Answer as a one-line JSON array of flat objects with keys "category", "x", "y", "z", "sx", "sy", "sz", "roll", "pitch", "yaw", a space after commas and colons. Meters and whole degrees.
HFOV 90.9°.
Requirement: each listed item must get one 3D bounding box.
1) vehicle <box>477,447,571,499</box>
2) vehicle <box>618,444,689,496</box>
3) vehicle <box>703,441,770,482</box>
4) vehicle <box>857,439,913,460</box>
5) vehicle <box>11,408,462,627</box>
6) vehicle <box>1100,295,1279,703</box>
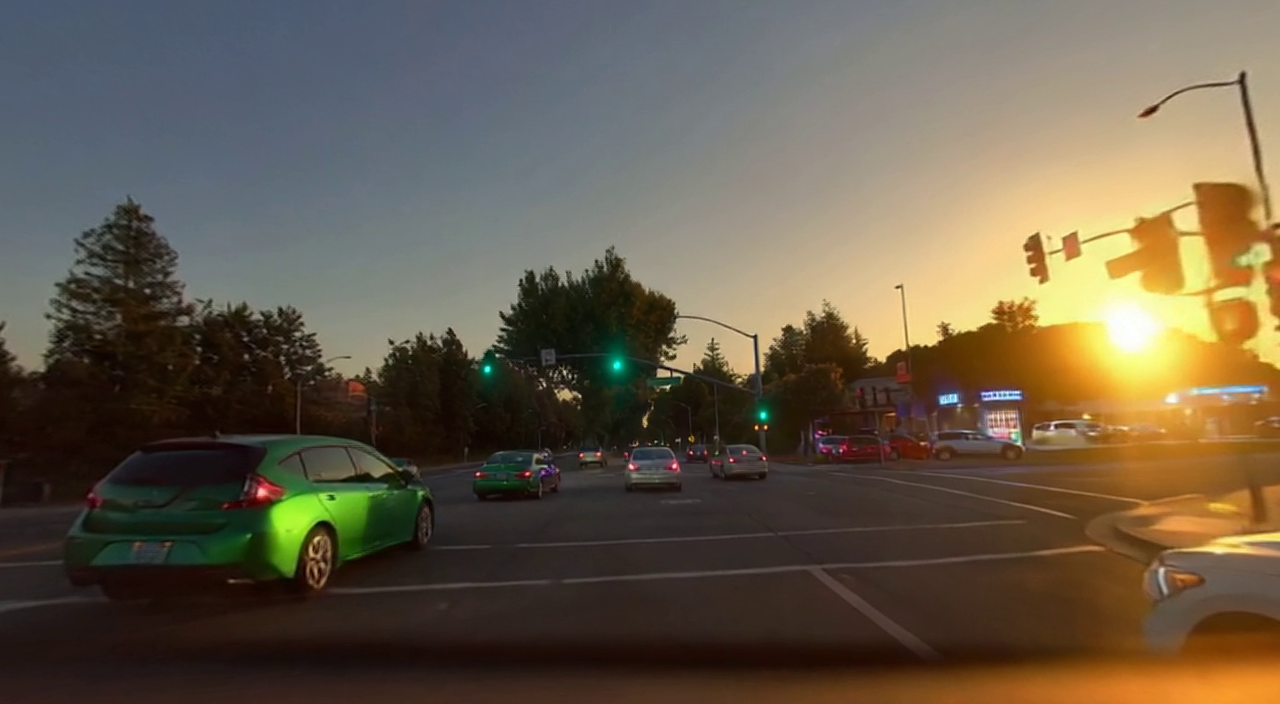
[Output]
[{"category": "vehicle", "x": -3.505, "y": 3.749, "z": 19.973, "sx": 1.995, "sy": 1.436, "sz": 4.500, "roll": 0, "pitch": -9, "yaw": 2}, {"category": "vehicle", "x": 0.442, "y": 3.630, "z": 19.750, "sx": 1.994, "sy": 1.433, "sz": 3.894, "roll": 0, "pitch": -9, "yaw": 2}, {"category": "vehicle", "x": 3.772, "y": 4.344, "z": 25.351, "sx": 1.920, "sy": 1.479, "sz": 4.548, "roll": 0, "pitch": -9, "yaw": -1}, {"category": "vehicle", "x": 18.183, "y": 7.248, "z": 47.001, "sx": 2.081, "sy": 1.482, "sz": 4.860, "roll": 0, "pitch": -9, "yaw": -2}, {"category": "vehicle", "x": -3.837, "y": 1.660, "z": 7.401, "sx": 2.023, "sy": 1.687, "sz": 4.874, "roll": 0, "pitch": -9, "yaw": 0}, {"category": "vehicle", "x": 3.263, "y": 0.478, "z": 0.732, "sx": 1.992, "sy": 1.805, "sz": 4.549, "roll": 0, "pitch": -9, "yaw": 0}]
